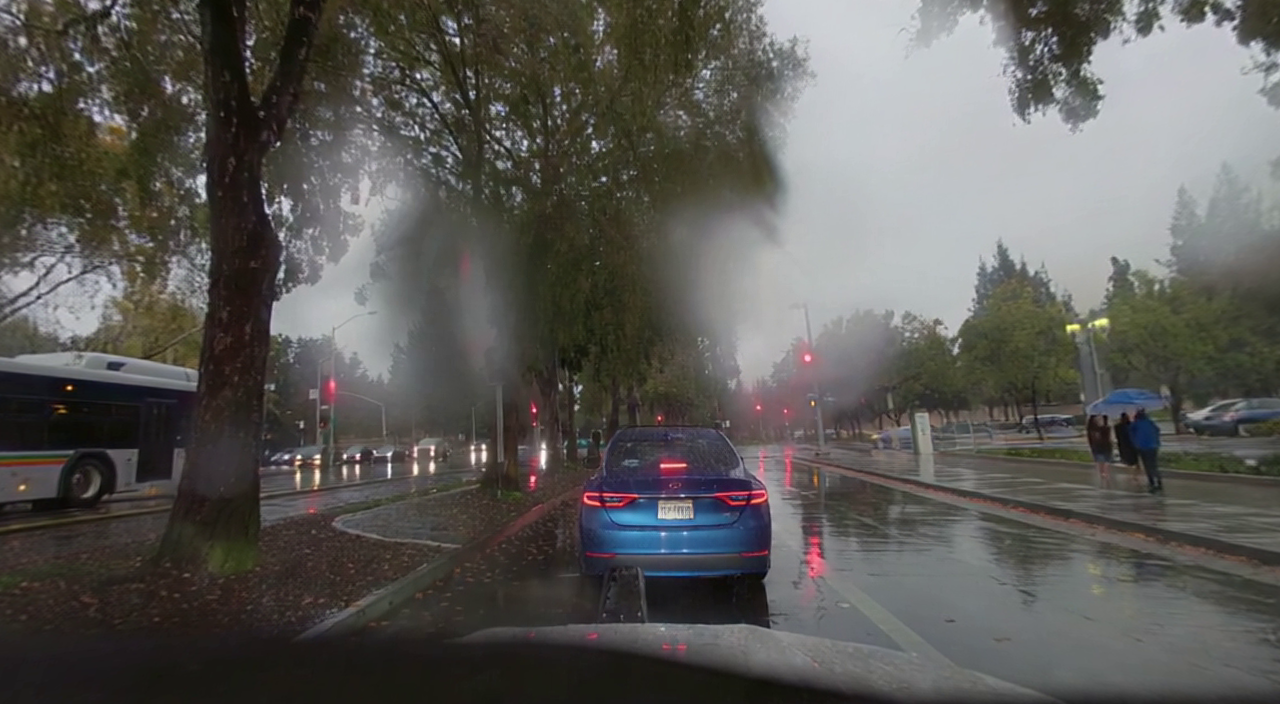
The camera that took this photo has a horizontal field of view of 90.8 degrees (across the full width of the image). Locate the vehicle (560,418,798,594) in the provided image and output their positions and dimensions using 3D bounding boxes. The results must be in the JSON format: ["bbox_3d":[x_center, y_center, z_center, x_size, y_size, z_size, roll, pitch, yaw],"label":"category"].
[{"bbox_3d":[0.372,1.613,7.409,2.035,1.499,3.799,0,-8,1],"label":"vehicle"}]
